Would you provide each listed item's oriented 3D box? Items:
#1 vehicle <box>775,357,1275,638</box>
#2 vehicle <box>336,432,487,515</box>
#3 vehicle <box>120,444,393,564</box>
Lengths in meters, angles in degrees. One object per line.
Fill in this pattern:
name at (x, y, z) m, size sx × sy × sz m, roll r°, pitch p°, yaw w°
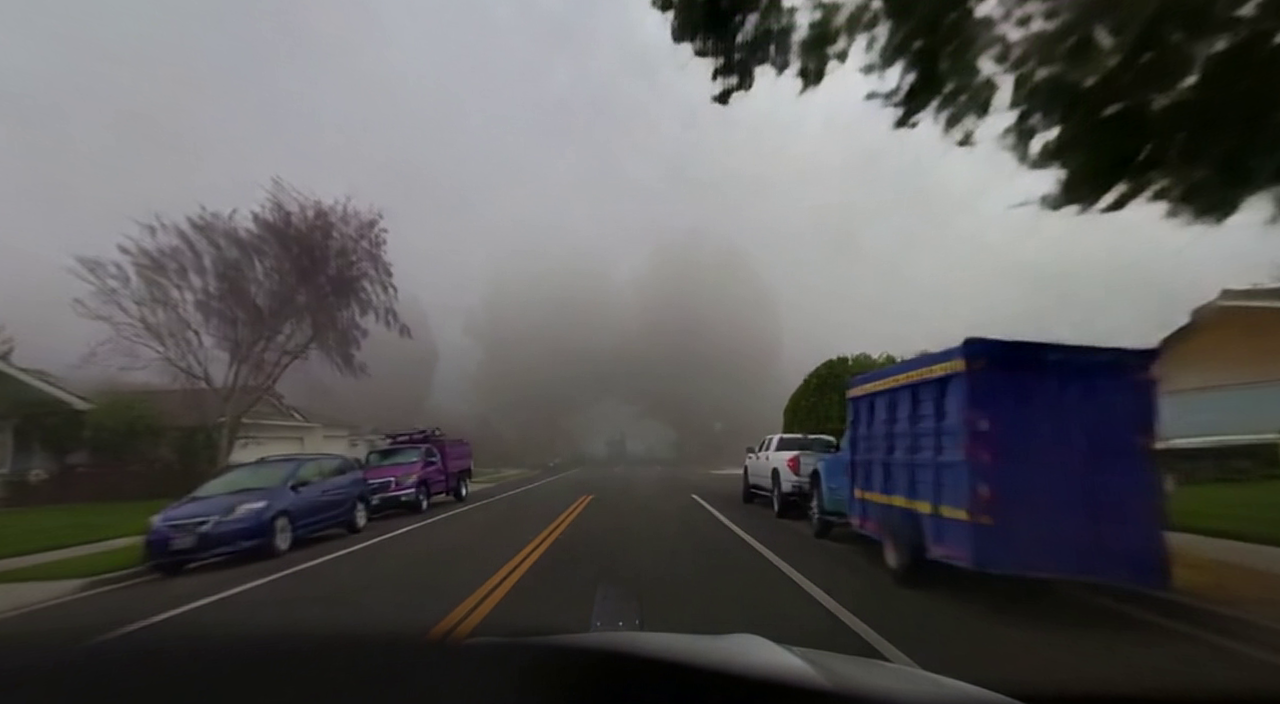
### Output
vehicle at (3.443, 1.492, 7.565) m, size 2.332 × 2.044 × 5.695 m, roll 0°, pitch -9°, yaw 0°
vehicle at (-6.532, 3.540, 19.025) m, size 2.302 × 2.059 × 5.758 m, roll -1°, pitch -9°, yaw 1°
vehicle at (-6.860, 2.714, 12.260) m, size 2.005 × 1.785 × 5.179 m, roll -1°, pitch -9°, yaw 0°
